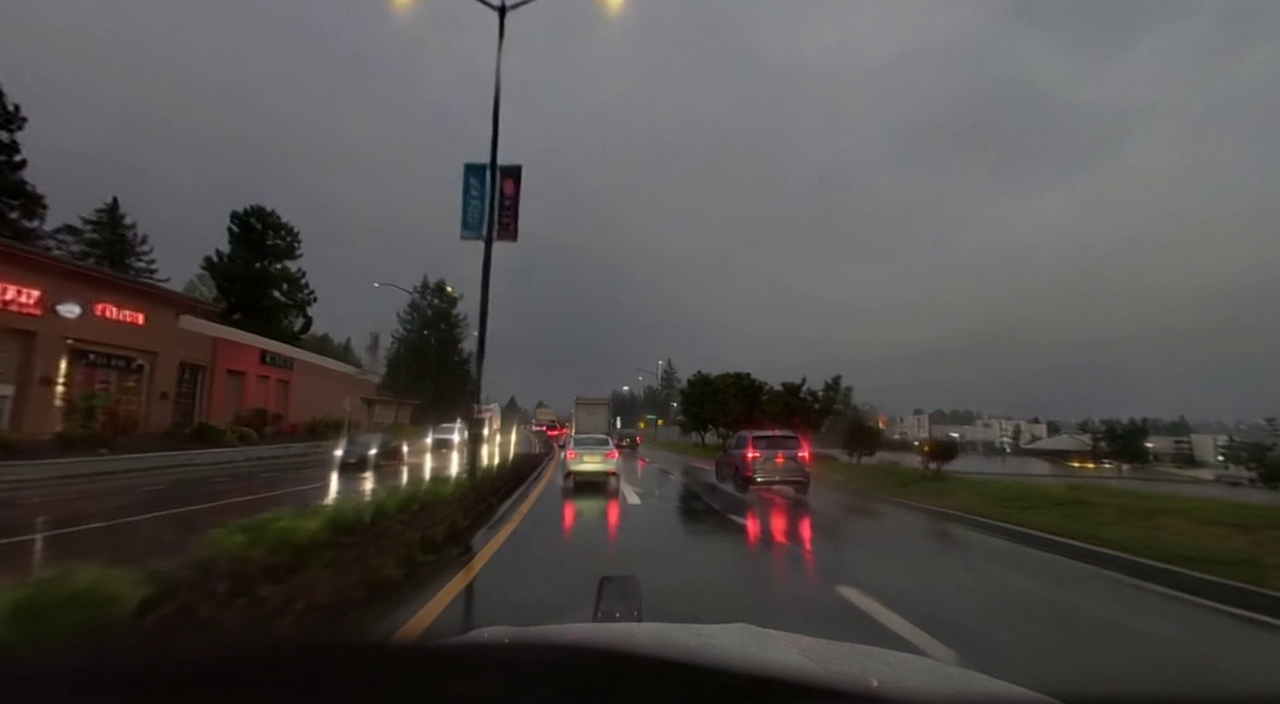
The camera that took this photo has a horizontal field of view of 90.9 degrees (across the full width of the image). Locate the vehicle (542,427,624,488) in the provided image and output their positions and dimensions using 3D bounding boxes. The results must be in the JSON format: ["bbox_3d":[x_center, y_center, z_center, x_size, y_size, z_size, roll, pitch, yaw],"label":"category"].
[{"bbox_3d":[-1.614,2.831,17.272,1.991,1.472,3.518,1,-8,-7],"label":"vehicle"}]

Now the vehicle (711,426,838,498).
[{"bbox_3d":[3.044,2.568,15.158,1.889,1.480,3.876,1,-8,-5],"label":"vehicle"}]

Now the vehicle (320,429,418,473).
[{"bbox_3d":[-10.077,3.701,23.833,1.993,1.482,4.420,1,-8,-4],"label":"vehicle"}]

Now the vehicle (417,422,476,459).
[{"bbox_3d":[-11.319,5.208,37.233,2.165,1.966,5.251,1,-8,-4],"label":"vehicle"}]

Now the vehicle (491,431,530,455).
[{"bbox_3d":[-8.689,6.123,42.643,2.026,1.520,4.475,1,-8,-5],"label":"vehicle"}]
